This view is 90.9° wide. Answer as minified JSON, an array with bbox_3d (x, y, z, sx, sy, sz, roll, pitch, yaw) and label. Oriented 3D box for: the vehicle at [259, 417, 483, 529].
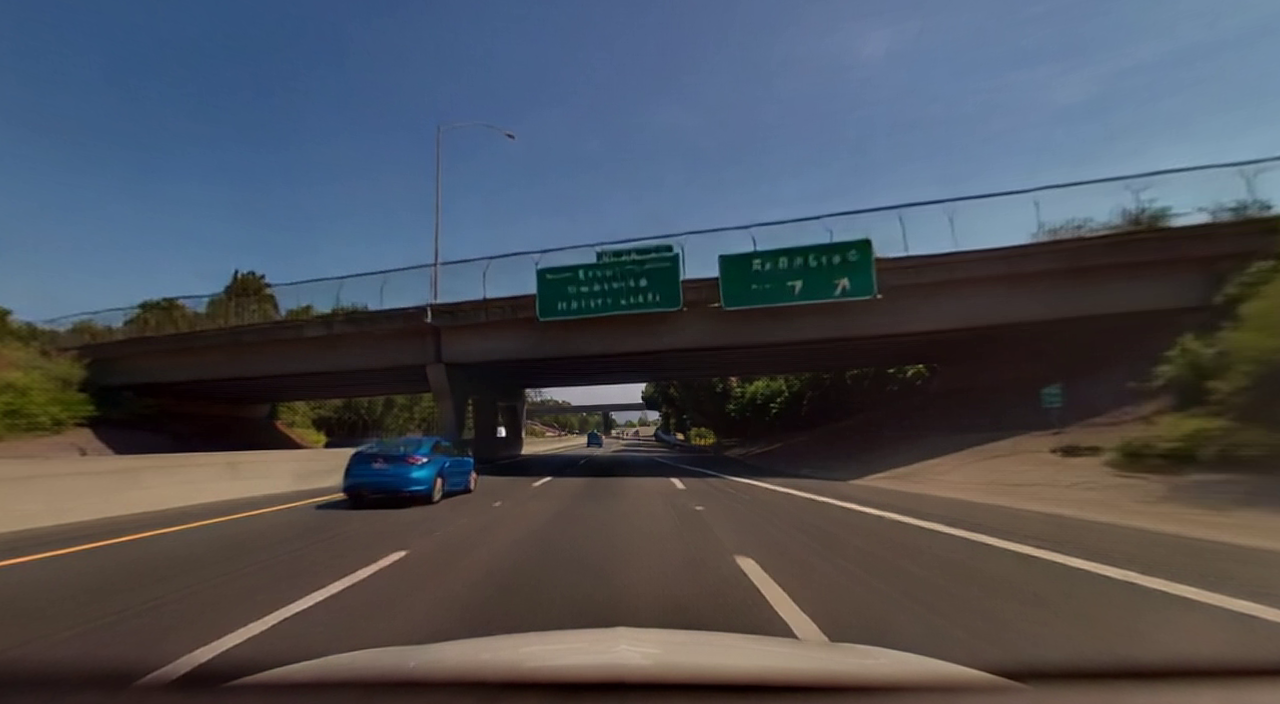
[{"bbox_3d":[-4.520,2.077,11.574,2.086,1.624,4.607,0,-8,0],"label":"vehicle"}]
